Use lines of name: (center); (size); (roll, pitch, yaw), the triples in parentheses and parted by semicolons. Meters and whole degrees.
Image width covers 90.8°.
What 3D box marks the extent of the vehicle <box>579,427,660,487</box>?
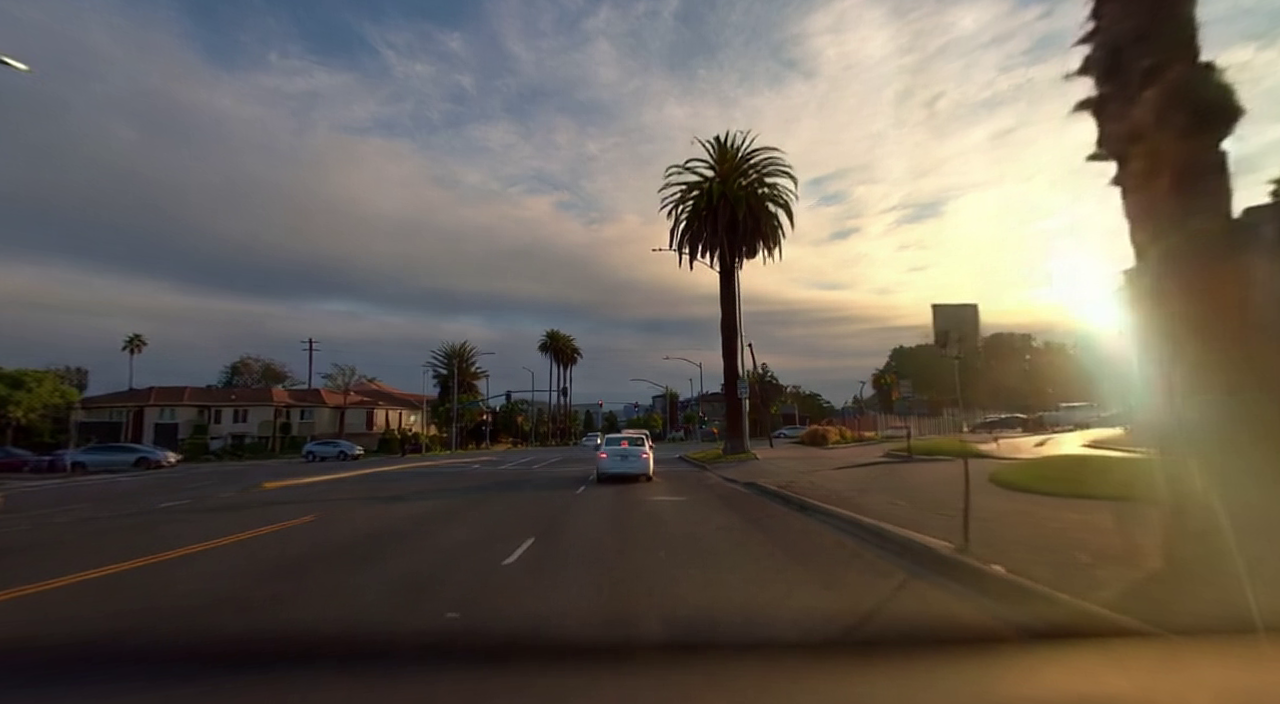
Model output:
vehicle: (-0.476, 3.015, 18.361); (2.060, 1.526, 3.859); (-1, -8, 2)

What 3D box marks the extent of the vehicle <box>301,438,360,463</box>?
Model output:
vehicle: (-22.920, 7.325, 46.951); (1.990, 1.752, 4.673); (0, -8, 0)

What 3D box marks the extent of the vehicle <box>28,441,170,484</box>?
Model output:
vehicle: (-23.782, 4.807, 28.064); (1.974, 1.470, 4.892); (-5, -7, 2)
